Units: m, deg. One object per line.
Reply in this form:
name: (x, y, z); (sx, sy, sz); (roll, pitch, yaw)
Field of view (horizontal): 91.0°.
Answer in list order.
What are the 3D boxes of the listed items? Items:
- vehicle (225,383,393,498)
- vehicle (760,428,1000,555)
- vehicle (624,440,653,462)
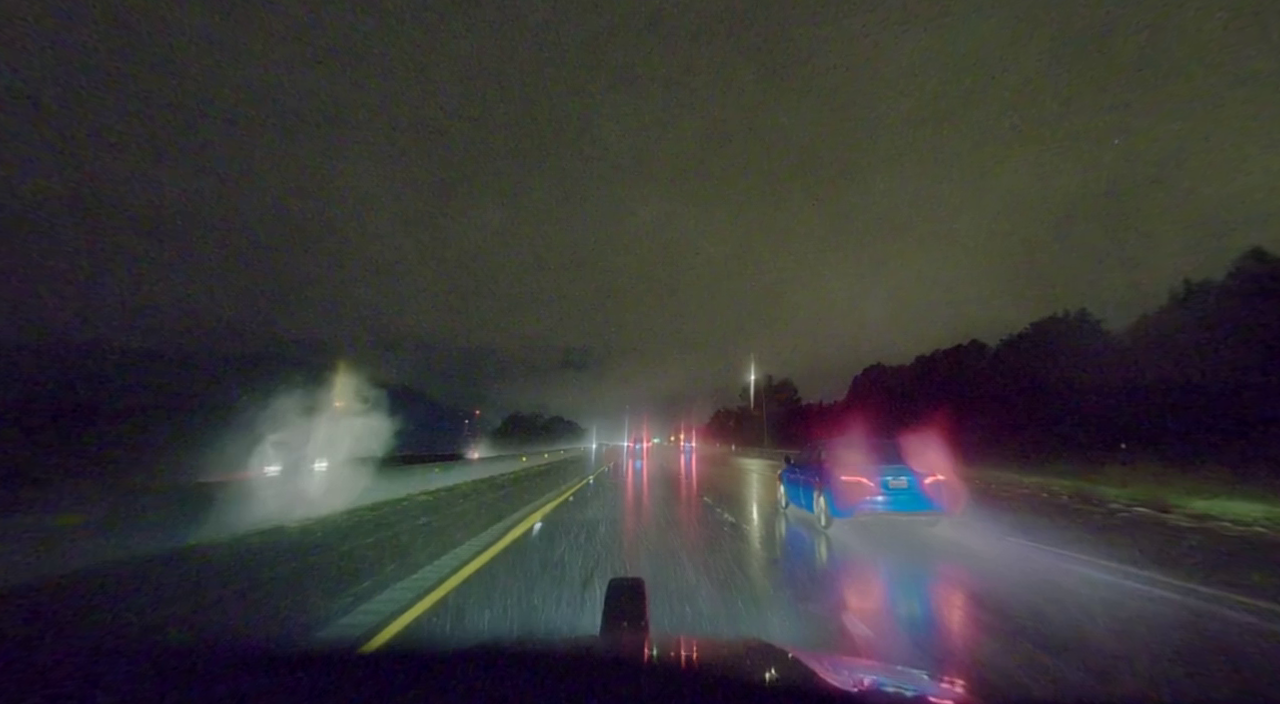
vehicle: (-11.766, 3.233, 23.159); (2.826, 3.642, 5.952); (0, -8, 0)
vehicle: (3.307, 1.988, 9.765); (1.957, 1.496, 4.327); (0, -8, -1)
vehicle: (-0.121, 7.147, 45.527); (2.009, 1.554, 4.013); (0, -8, 0)
